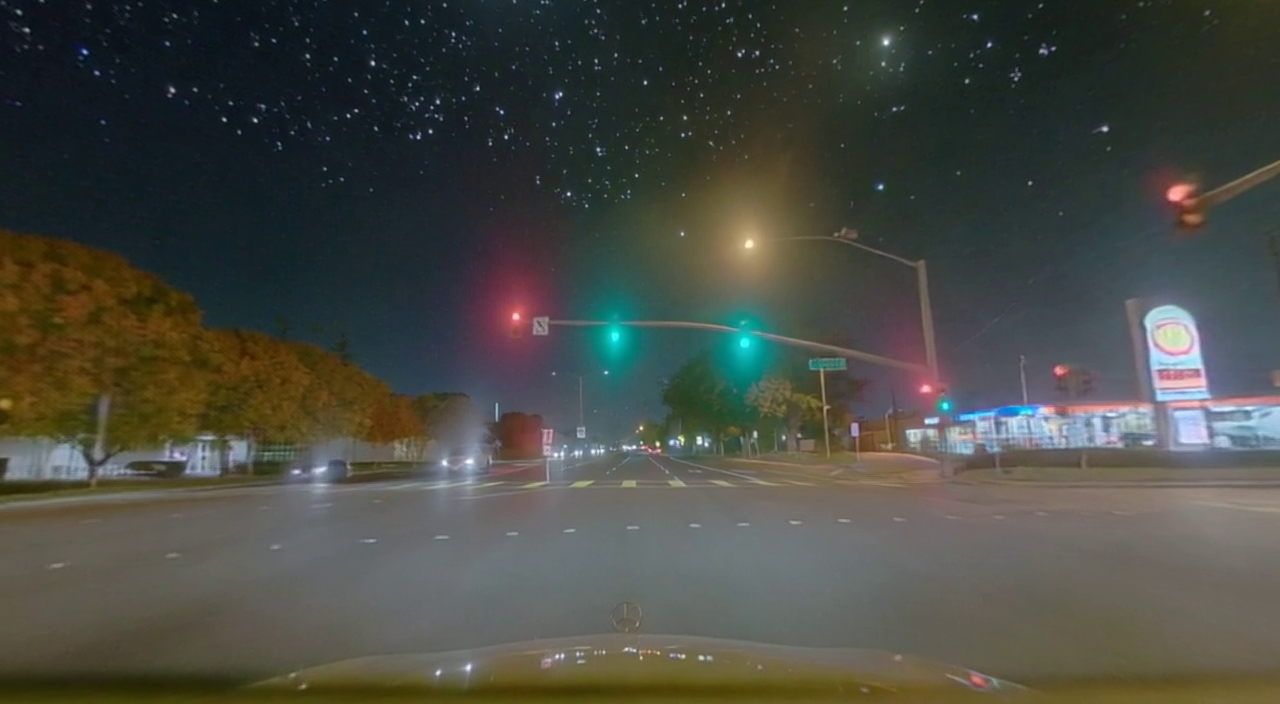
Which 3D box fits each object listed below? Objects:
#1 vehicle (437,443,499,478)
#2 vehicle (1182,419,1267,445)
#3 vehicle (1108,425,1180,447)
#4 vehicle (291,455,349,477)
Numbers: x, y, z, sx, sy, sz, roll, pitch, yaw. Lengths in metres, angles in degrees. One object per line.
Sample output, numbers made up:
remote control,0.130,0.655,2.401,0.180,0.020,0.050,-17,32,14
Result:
vehicle,-8.541,5.442,31.752,1.913,1.478,4.312,-4,-10,0
vehicle,45.116,6.254,48.884,1.932,1.875,4.769,0,-9,0
vehicle,39.666,6.668,49.840,1.929,1.589,4.430,0,-9,-2
vehicle,-24.894,8.872,49.350,1.866,1.486,4.661,-1,-9,3
